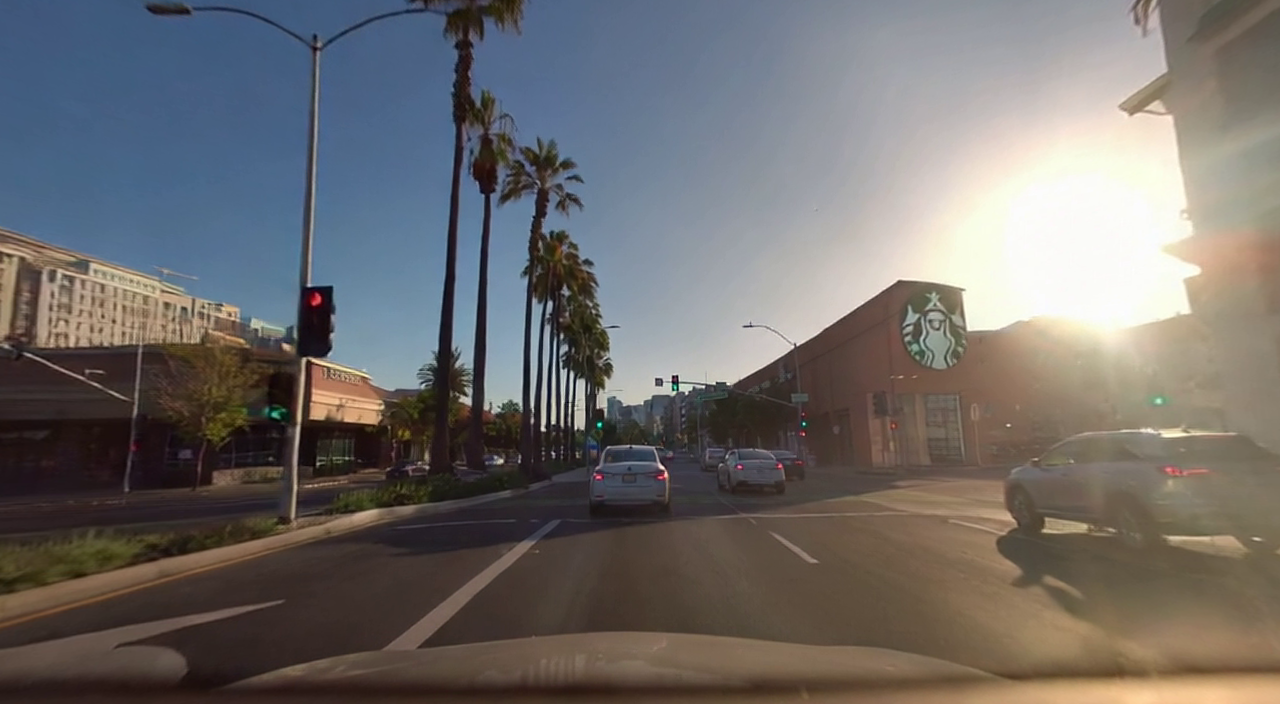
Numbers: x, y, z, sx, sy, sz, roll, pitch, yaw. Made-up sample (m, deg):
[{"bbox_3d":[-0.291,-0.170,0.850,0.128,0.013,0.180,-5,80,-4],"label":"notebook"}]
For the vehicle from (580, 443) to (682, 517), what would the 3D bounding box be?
[{"bbox_3d":[-0.235,2.922,14.992,2.110,1.487,3.873,0,-8,-1],"label":"vehicle"}]

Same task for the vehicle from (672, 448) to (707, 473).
[{"bbox_3d":[3.336,7.385,43.201,2.012,1.570,4.600,0,-8,0],"label":"vehicle"}]

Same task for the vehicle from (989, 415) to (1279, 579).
[{"bbox_3d":[6.961,1.802,8.645,1.940,1.674,4.085,0,-8,-1],"label":"vehicle"}]

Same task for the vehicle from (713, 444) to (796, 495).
[{"bbox_3d":[3.734,3.900,21.369,1.892,1.532,4.177,0,-8,-2],"label":"vehicle"}]
